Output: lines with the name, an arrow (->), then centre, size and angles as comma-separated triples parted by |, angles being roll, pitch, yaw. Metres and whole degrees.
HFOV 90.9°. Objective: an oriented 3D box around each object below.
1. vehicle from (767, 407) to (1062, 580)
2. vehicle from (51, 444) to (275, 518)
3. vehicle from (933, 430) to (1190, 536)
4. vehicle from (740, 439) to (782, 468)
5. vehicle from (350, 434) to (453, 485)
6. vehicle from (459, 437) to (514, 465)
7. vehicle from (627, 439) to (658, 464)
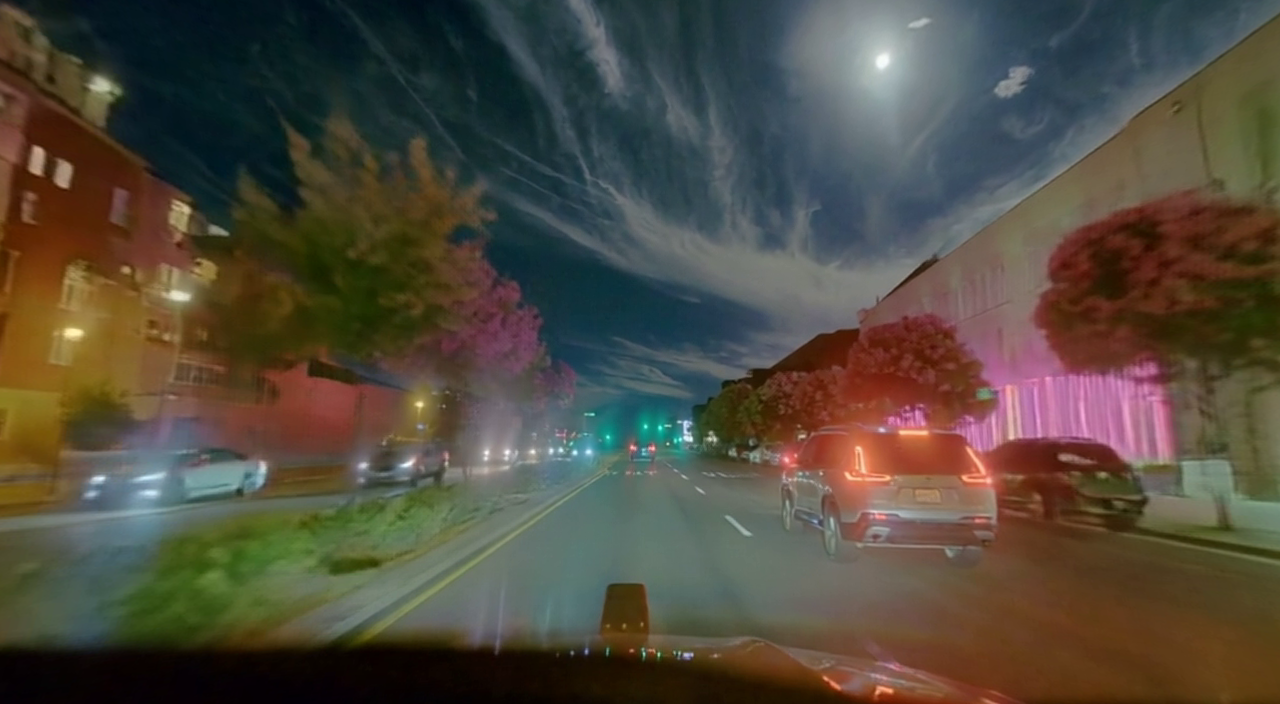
vehicle -> 3.277, 1.781, 8.795 | 2.071, 1.747, 4.549 | 0, -8, 0
vehicle -> -11.446, 3.064, 15.656 | 2.053, 1.545, 4.417 | 0, -8, 1
vehicle -> 7.716, 2.398, 12.227 | 1.869, 1.658, 4.405 | 0, -8, 0
vehicle -> 7.802, 6.568, 40.950 | 1.895, 1.799, 4.265 | 0, -8, 0
vehicle -> -8.517, 3.868, 23.010 | 2.042, 1.654, 4.504 | 0, -8, 0
vehicle -> -10.934, 7.111, 45.403 | 2.502, 1.881, 5.953 | 0, -8, 0
vehicle -> 0.221, 7.563, 47.937 | 2.244, 1.813, 4.129 | 0, -8, 1
